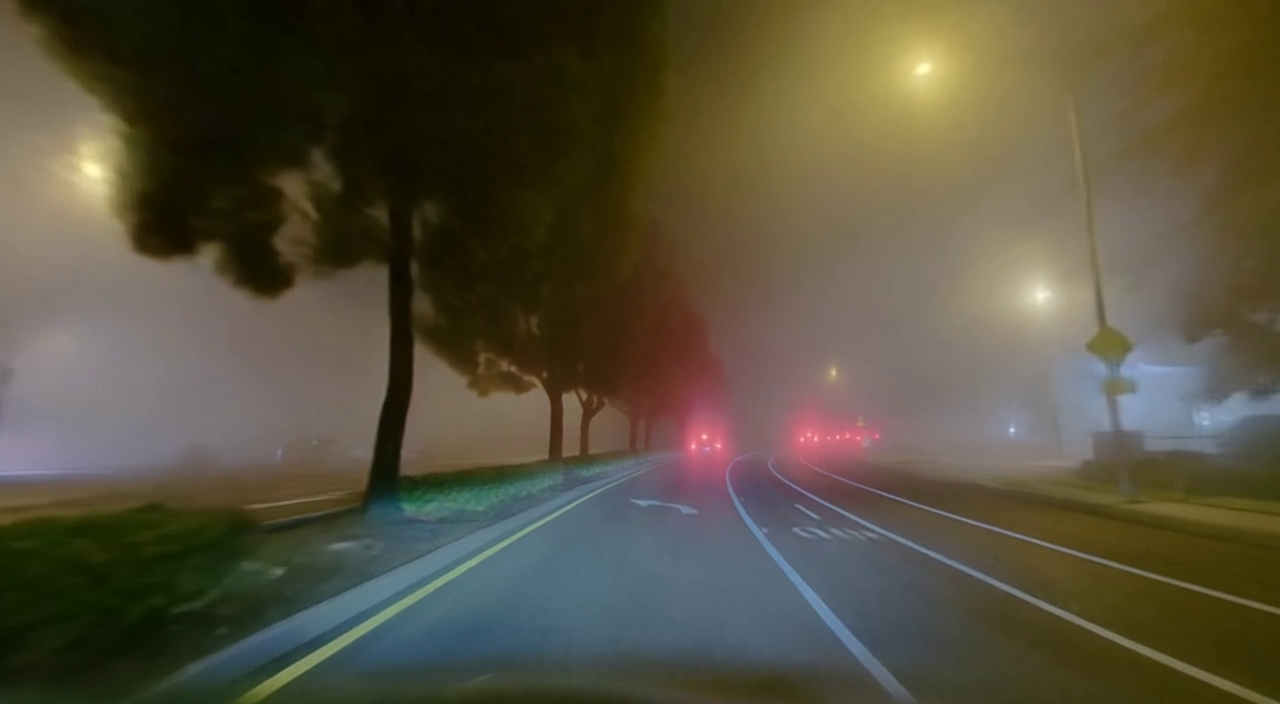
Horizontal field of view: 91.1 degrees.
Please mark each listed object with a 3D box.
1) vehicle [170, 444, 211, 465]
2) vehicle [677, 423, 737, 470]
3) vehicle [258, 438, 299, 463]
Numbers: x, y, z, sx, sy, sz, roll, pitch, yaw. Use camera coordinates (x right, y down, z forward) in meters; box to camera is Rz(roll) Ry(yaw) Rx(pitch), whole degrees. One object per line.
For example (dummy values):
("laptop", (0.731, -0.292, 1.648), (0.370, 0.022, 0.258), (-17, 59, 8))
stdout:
("vehicle", (-33.686, 7.664, 47.148), (1.983, 1.491, 4.333), (5, -10, -29))
("vehicle", (3.234, 4.381, 29.224), (2.371, 1.926, 5.615), (-1, -9, 10))
("vehicle", (-28.656, 7.793, 49.873), (2.123, 1.834, 4.749), (4, -9, -23))
